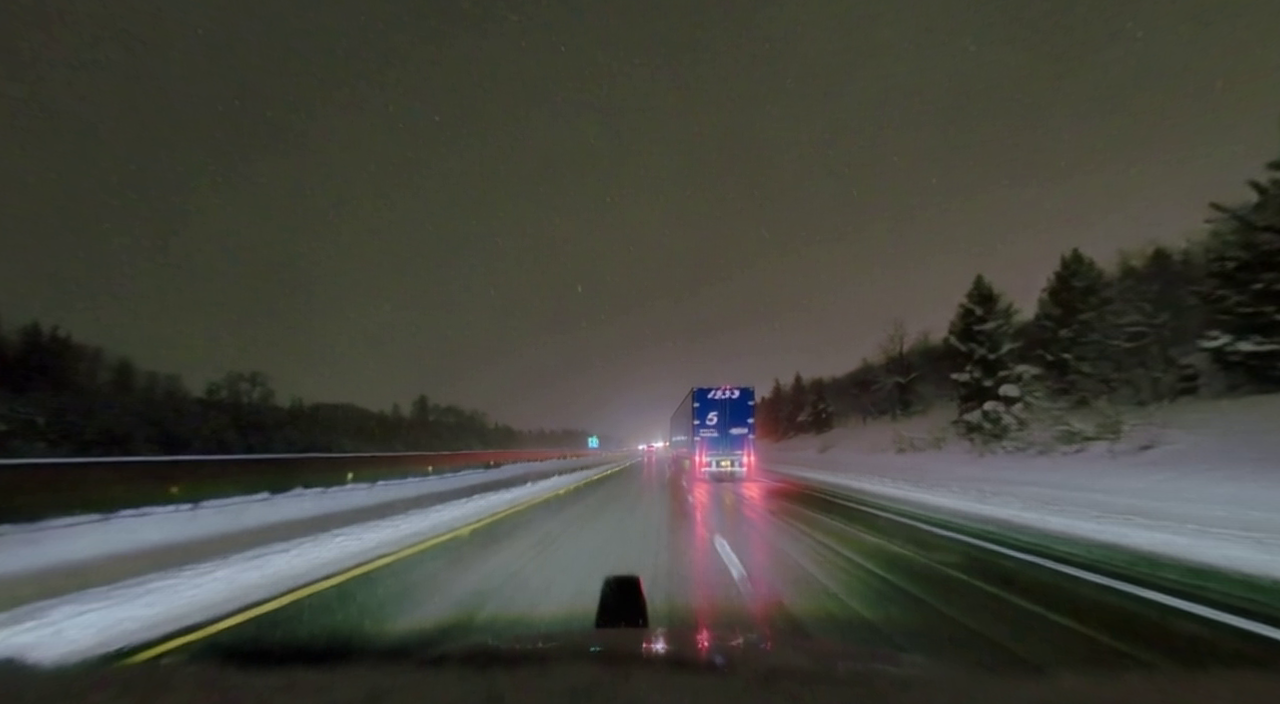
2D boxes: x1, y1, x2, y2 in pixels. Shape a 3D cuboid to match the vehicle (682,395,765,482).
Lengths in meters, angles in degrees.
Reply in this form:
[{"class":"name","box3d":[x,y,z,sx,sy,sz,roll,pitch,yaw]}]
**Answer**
[{"class":"vehicle","box3d":[3.944,4.546,32.425,3.107,3.718,10.231,0,-9,1]}]
